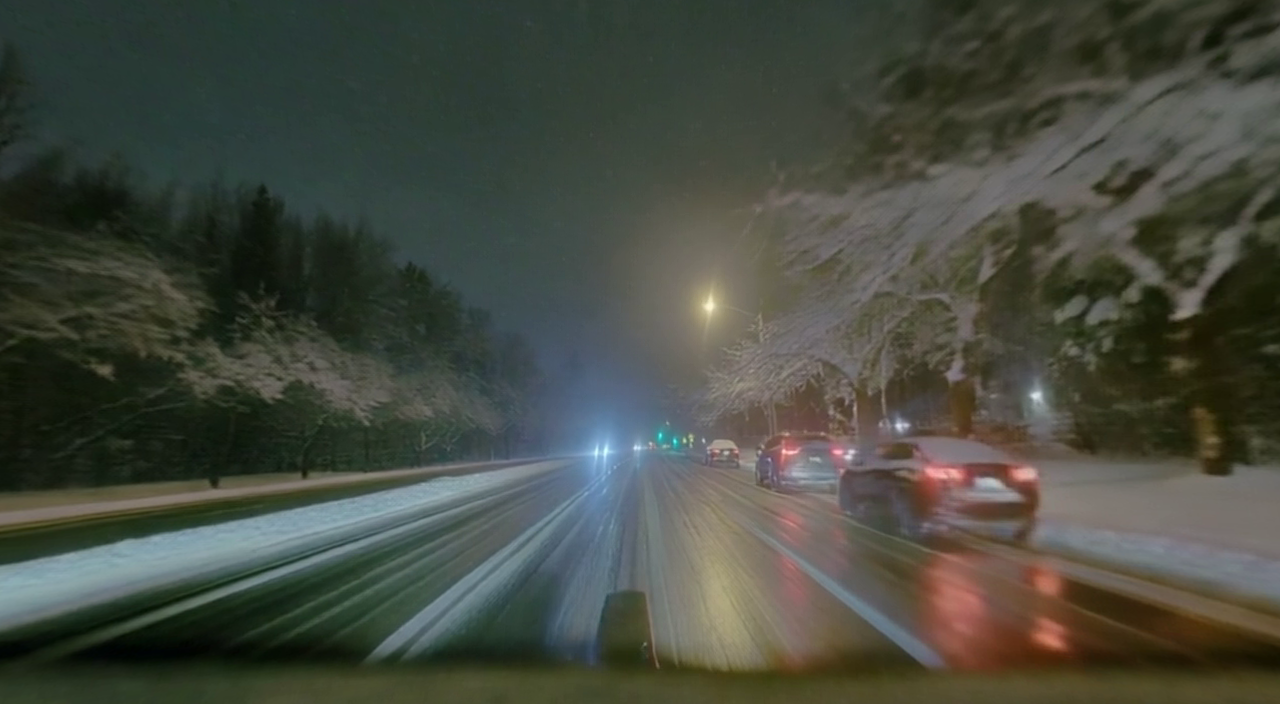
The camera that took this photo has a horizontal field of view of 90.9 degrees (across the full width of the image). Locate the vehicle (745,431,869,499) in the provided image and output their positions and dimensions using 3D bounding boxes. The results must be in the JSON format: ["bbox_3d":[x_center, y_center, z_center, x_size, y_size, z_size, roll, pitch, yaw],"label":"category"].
[{"bbox_3d":[4.687,3.258,18.628,2.205,1.728,4.855,0,-8,-1],"label":"vehicle"}]

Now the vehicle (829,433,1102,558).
[{"bbox_3d":[4.726,2.121,10.184,1.920,1.514,4.746,0,-8,1],"label":"vehicle"}]

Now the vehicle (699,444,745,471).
[{"bbox_3d":[4.850,6.324,38.015,2.184,1.496,4.615,0,-8,0],"label":"vehicle"}]
